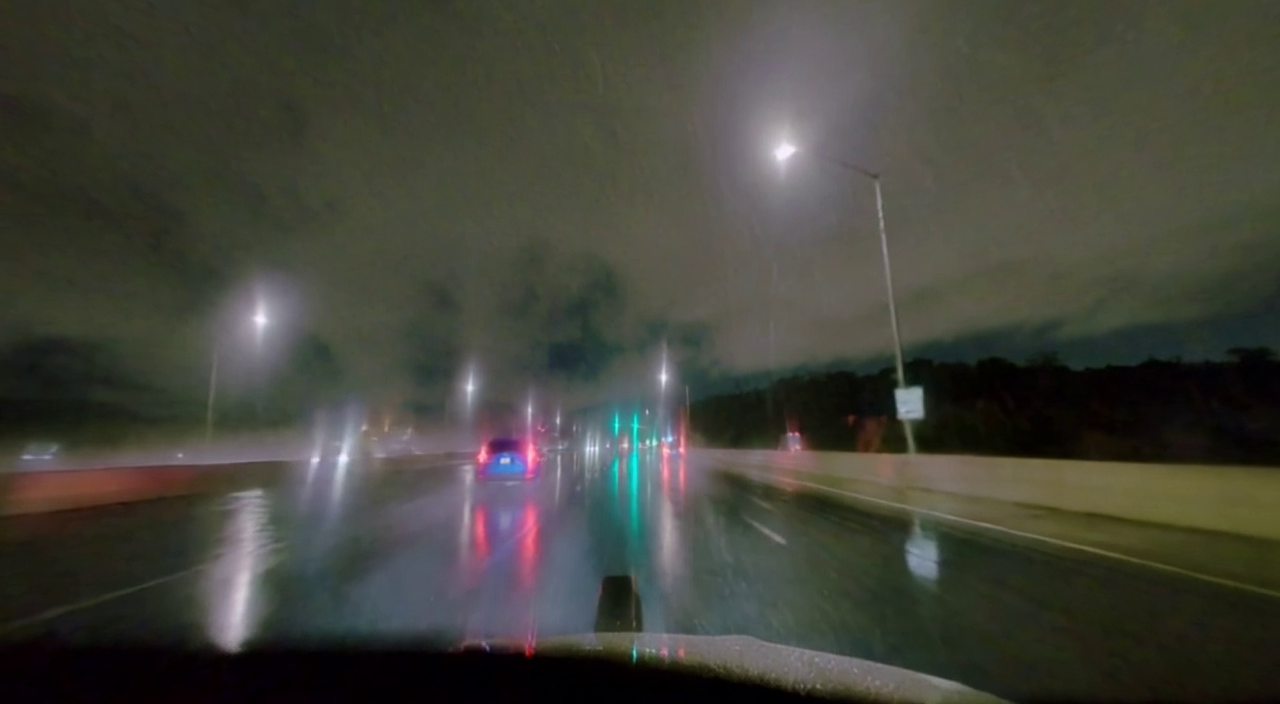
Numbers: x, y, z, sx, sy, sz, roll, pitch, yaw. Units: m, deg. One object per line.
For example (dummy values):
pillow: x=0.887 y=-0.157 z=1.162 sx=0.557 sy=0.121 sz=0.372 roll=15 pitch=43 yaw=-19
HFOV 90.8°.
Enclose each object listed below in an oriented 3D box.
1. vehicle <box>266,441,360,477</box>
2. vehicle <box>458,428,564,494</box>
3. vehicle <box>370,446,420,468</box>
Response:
vehicle: x=-15.418 y=5.055 z=30.113 sx=1.937 sy=1.540 sz=4.778 roll=0 pitch=-8 yaw=0
vehicle: x=-3.814 y=3.333 z=19.745 sx=2.205 sy=1.773 sz=5.124 roll=0 pitch=-8 yaw=0
vehicle: x=-17.525 y=7.524 z=45.442 sx=1.855 sy=1.491 sz=4.723 roll=0 pitch=-8 yaw=-2
